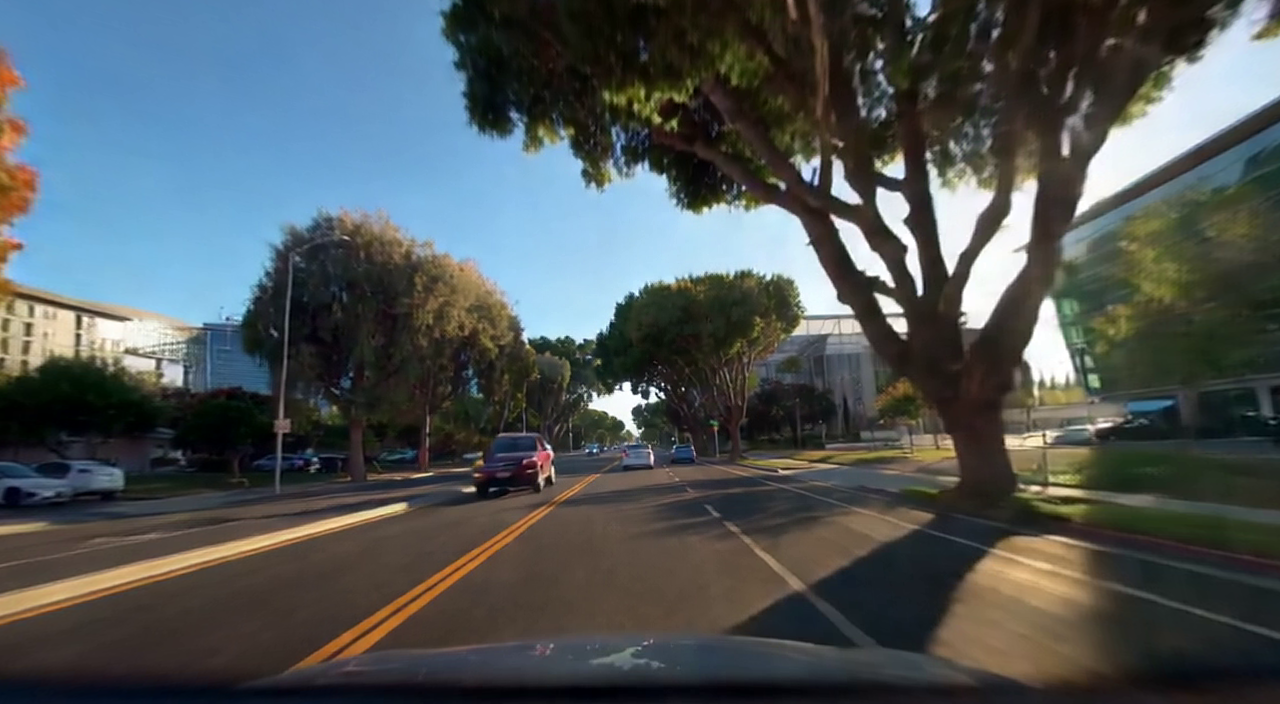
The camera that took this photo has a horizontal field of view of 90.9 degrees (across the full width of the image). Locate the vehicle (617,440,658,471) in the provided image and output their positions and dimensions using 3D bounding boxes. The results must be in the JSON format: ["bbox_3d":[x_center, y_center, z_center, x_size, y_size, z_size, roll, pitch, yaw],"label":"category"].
[{"bbox_3d":[-0.116,5.613,34.384,2.109,1.612,3.963,0,-8,0],"label":"vehicle"}]

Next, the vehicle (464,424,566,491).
[{"bbox_3d":[-3.963,3.474,21.121,2.301,1.946,5.199,0,-8,1],"label":"vehicle"}]

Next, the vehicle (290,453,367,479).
[{"bbox_3d":[-21.637,7.907,43.917,4.351,1.432,2.037,-3,-8,1],"label":"vehicle"}]

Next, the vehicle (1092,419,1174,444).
[{"bbox_3d":[36.906,5.988,47.290,4.343,1.714,1.983,-2,-8,2],"label":"vehicle"}]

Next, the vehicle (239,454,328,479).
[{"bbox_3d":[-22.058,7.082,39.113,4.243,1.478,2.035,1,-8,-5],"label":"vehicle"}]

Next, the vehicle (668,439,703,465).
[{"bbox_3d":[3.239,7.238,45.659,2.189,1.766,4.495,0,-8,0],"label":"vehicle"}]

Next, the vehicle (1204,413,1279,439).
[{"bbox_3d":[36.212,4.373,36.880,4.482,1.462,1.943,0,-8,-1],"label":"vehicle"}]
